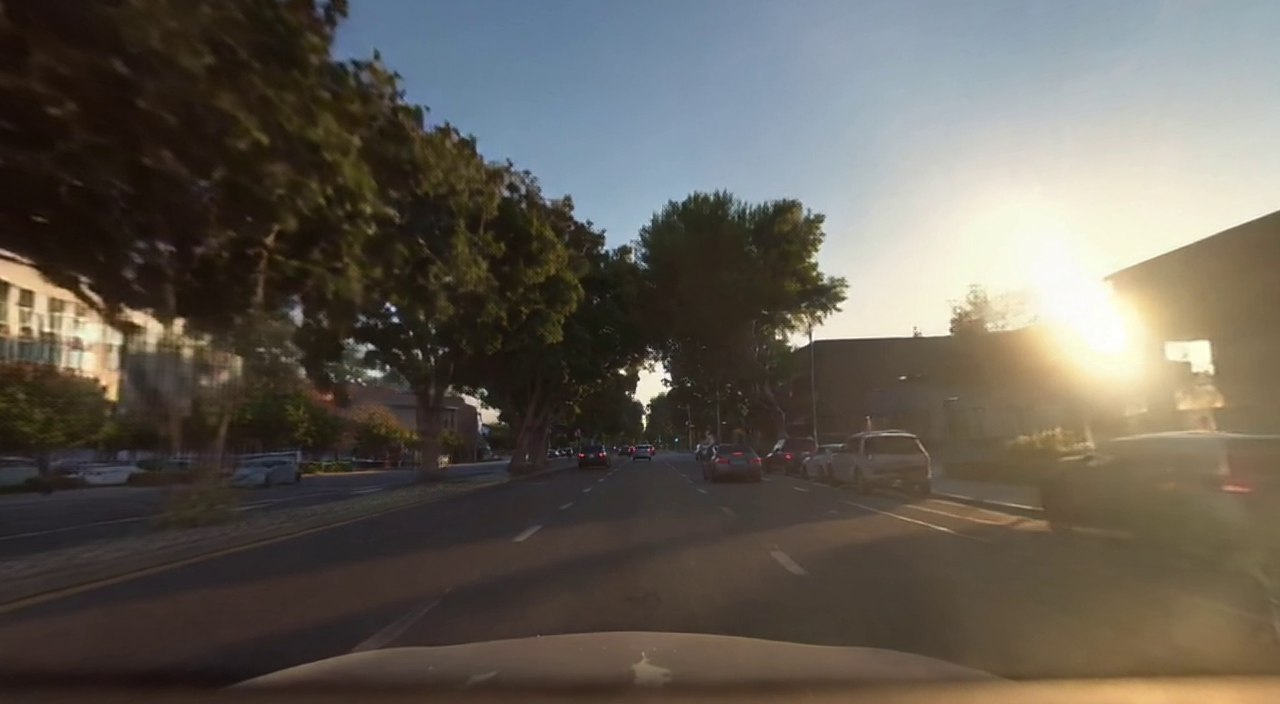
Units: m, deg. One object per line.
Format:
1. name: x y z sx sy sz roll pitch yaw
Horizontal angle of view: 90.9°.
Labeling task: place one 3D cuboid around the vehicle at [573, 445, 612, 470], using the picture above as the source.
1. vehicle: -3.039 6.846 41.142 2.082 1.467 4.379 -1 -9 1

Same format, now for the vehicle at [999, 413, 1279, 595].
1. vehicle: 6.794 1.689 7.853 2.072 1.631 4.246 0 -9 0

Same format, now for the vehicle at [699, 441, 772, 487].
1. vehicle: 3.398 4.088 23.326 1.990 1.486 4.431 0 -9 0

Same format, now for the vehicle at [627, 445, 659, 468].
1. vehicle: 0.230 7.165 43.496 2.101 1.480 3.929 -1 -9 2

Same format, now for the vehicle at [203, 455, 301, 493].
1. vehicle: -18.735 5.888 30.719 1.864 1.458 4.598 -5 -9 0

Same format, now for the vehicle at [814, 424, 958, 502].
1. vehicle: 6.814 3.140 18.201 2.215 1.909 4.875 -1 -9 1
